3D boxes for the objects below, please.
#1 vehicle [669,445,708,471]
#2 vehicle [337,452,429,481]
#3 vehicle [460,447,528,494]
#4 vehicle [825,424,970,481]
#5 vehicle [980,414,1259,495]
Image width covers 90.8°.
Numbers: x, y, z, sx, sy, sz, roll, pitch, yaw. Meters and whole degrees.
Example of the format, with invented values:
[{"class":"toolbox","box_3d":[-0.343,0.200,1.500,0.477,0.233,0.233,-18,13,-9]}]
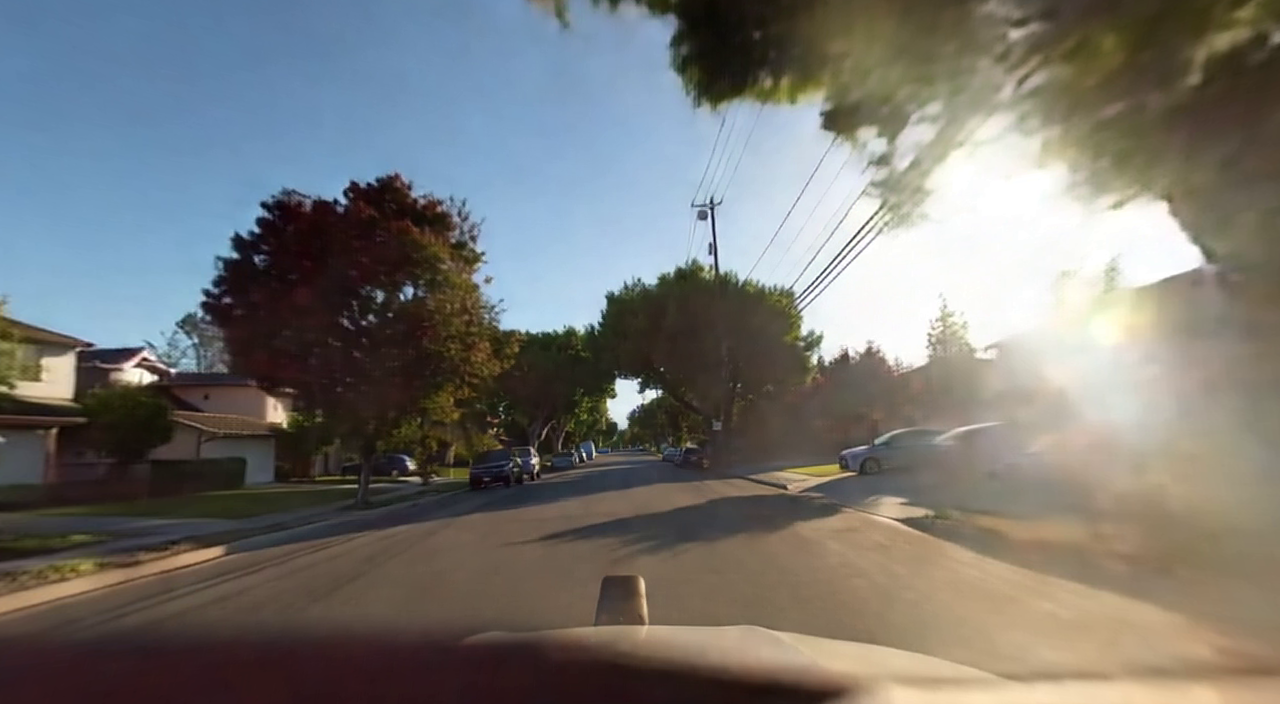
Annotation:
[{"class":"vehicle","box_3d":[3.321,7.341,44.137,2.247,1.618,4.655,2,-8,-1]},{"class":"vehicle","box_3d":[-16.199,7.229,39.997,4.706,1.681,2.389,-1,-9,5]},{"class":"vehicle","box_3d":[-6.283,5.088,27.579,2.035,1.736,3.955,-2,-7,-1]},{"class":"vehicle","box_3d":[9.782,3.821,24.234,4.559,1.843,2.081,-2,-7,-4]},{"class":"vehicle","box_3d":[11.108,2.431,14.984,4.782,1.748,2.106,-1,-9,2]}]
